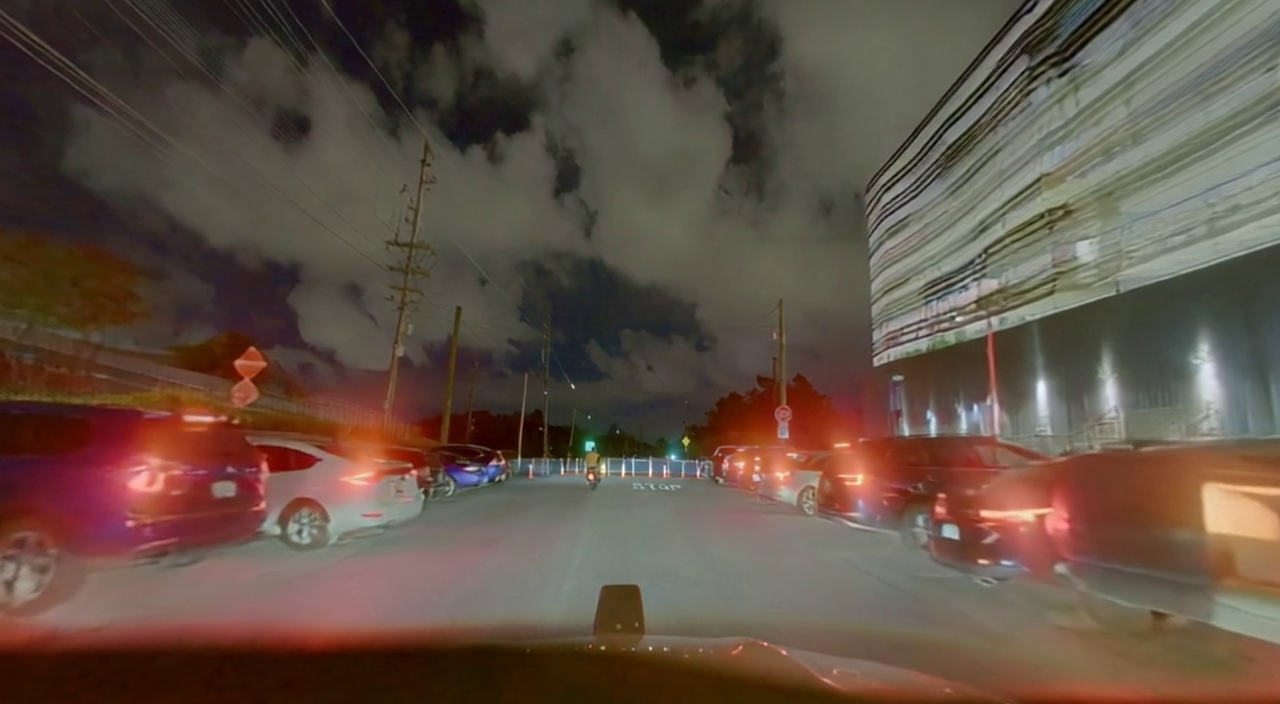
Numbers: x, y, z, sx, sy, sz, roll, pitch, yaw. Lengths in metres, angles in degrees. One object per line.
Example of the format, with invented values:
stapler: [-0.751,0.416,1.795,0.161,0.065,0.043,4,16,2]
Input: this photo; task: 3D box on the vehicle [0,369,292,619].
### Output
vehicle: [-6.498,1.264,6.279,4.727,1.976,1.970,3,-11,1]

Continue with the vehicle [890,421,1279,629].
vehicle: [4.896,1.516,6.064,4.104,1.603,1.968,0,-9,-1]

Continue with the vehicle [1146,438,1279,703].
vehicle: [4.854,0.998,2.180,4.659,1.421,1.771,0,-9,-1]
